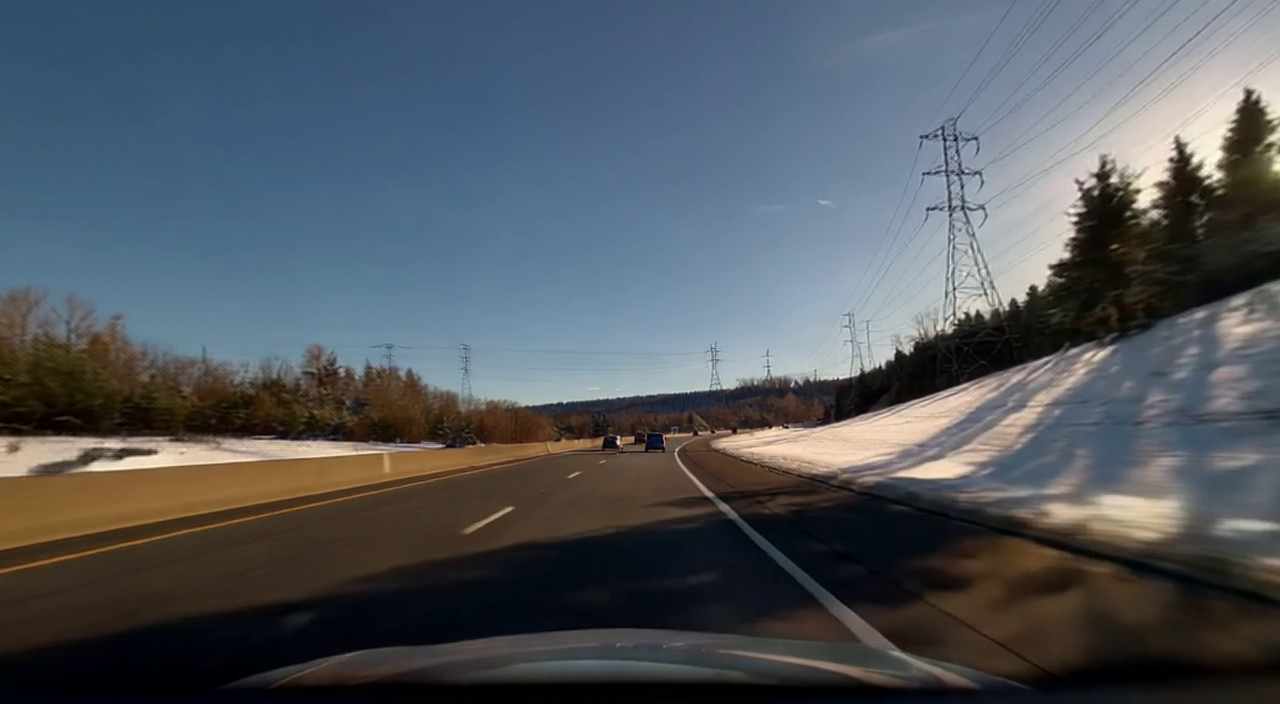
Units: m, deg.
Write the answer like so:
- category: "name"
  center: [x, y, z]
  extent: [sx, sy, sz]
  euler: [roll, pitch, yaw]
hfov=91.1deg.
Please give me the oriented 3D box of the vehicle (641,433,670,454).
- category: "vehicle"
  center: [1.212, 6.939, 47.870]
  extent: [2.077, 1.523, 4.206]
  euler: [0, -8, 3]

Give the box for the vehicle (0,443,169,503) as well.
- category: "vehicle"
  center: [-17.835, 3.761, 20.092]
  extent: [1.925, 1.628, 4.630]
  euler: [0, -8, 1]
